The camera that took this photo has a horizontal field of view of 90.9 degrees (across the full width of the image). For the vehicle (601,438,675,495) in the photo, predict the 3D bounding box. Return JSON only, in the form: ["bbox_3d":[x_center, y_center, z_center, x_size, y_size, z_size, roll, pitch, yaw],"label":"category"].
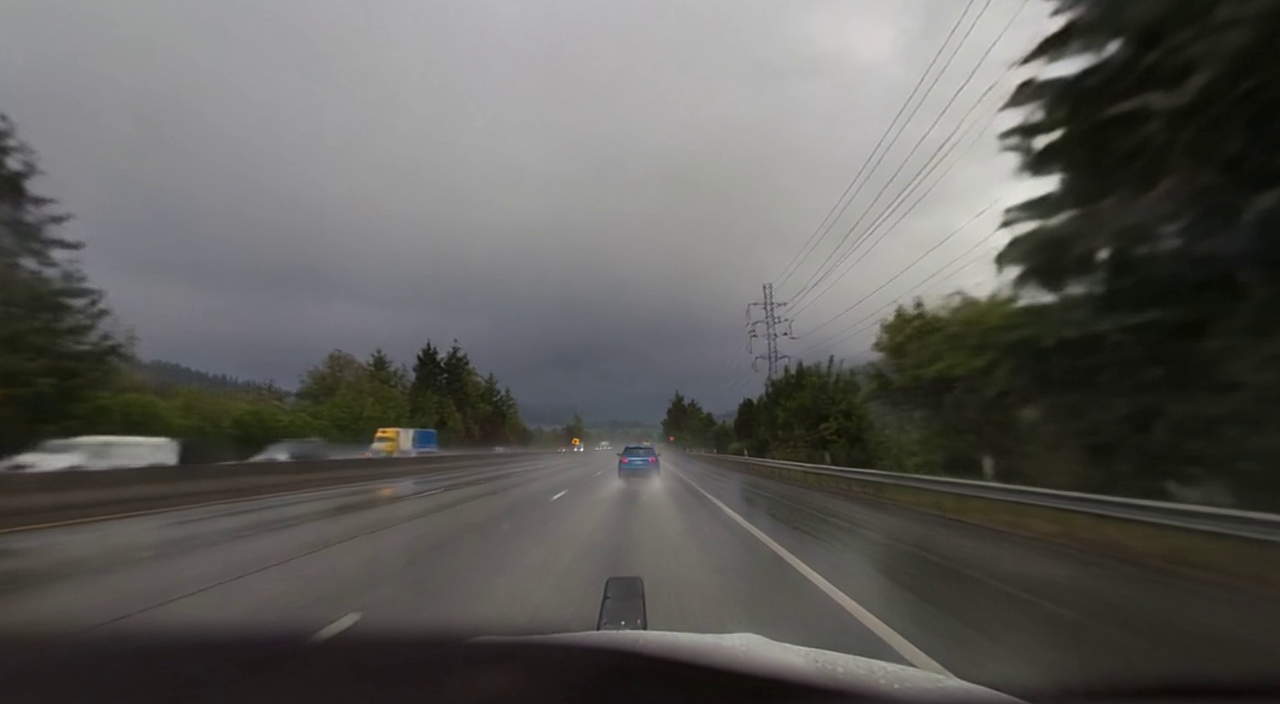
[{"bbox_3d":[-0.092,3.395,18.993,1.966,1.499,4.298,0,-9,-1],"label":"vehicle"}]

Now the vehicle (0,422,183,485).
[{"bbox_3d":[-20.549,3.284,20.540,2.783,1.863,11.406,0,-8,1],"label":"vehicle"}]

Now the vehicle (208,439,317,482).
[{"bbox_3d":[-16.403,4.735,27.700,2.188,1.702,4.112,0,-9,0],"label":"vehicle"}]
